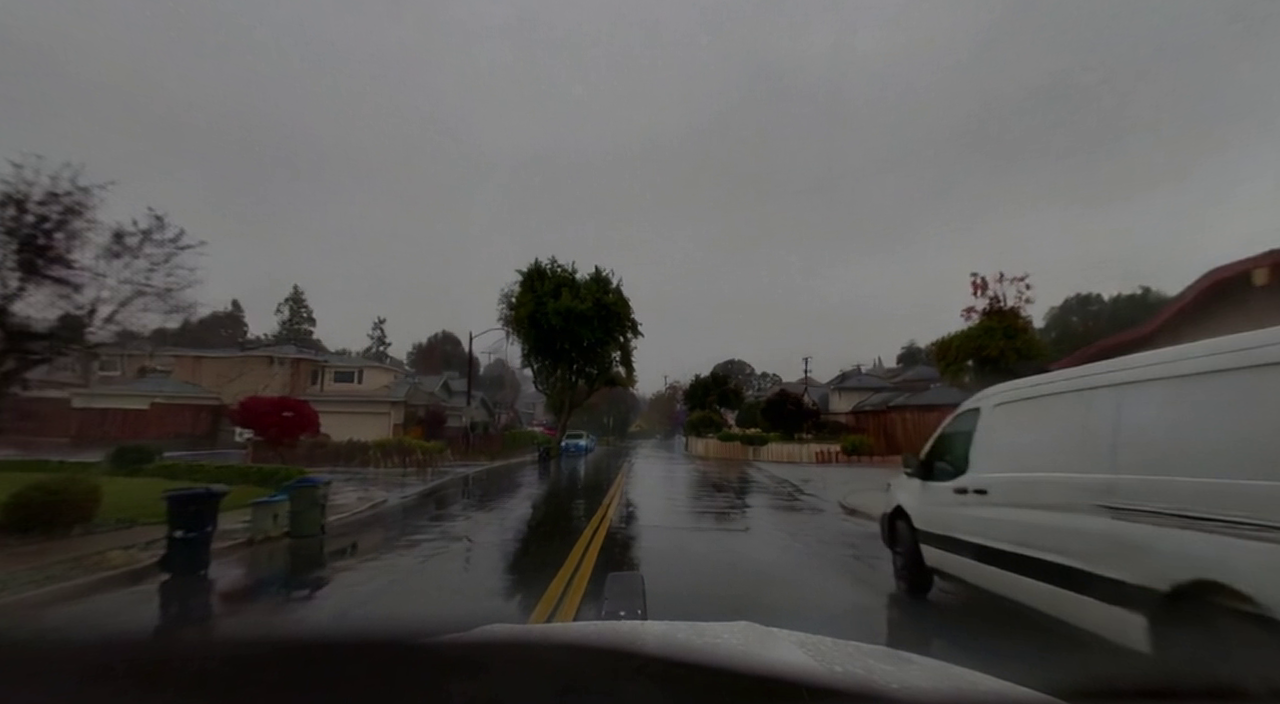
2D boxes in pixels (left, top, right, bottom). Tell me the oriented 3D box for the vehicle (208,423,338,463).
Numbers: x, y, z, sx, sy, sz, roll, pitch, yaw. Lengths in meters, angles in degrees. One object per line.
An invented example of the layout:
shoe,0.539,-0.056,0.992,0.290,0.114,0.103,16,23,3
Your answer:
vehicle,-17.063,4.284,29.557,4.722,1.730,2.109,0,-11,3

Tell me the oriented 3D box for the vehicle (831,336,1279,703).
vehicle,3.056,1.084,3.938,2.074,1.646,5.457,2,-8,0
